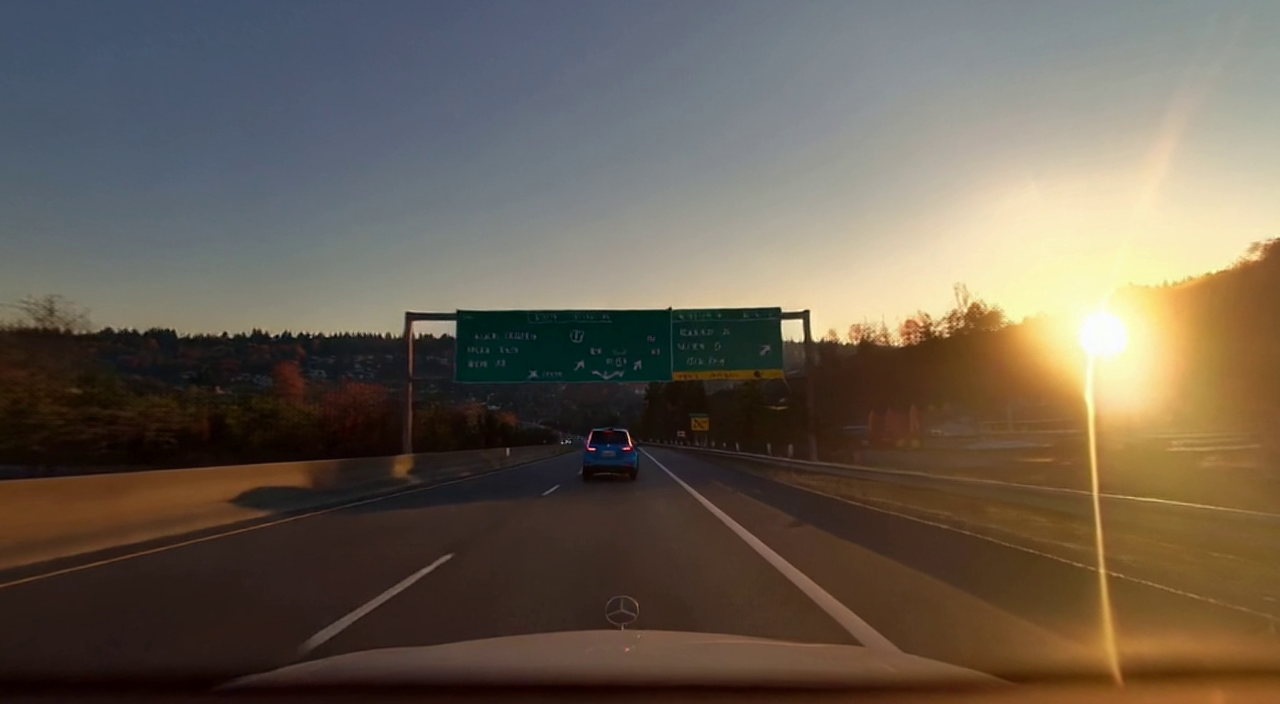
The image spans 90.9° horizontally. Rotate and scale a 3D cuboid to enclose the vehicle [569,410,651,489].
[{"bbox_3d":[-0.885,3.039,19.870,2.248,2.154,4.892,0,-8,-1],"label":"vehicle"}]
